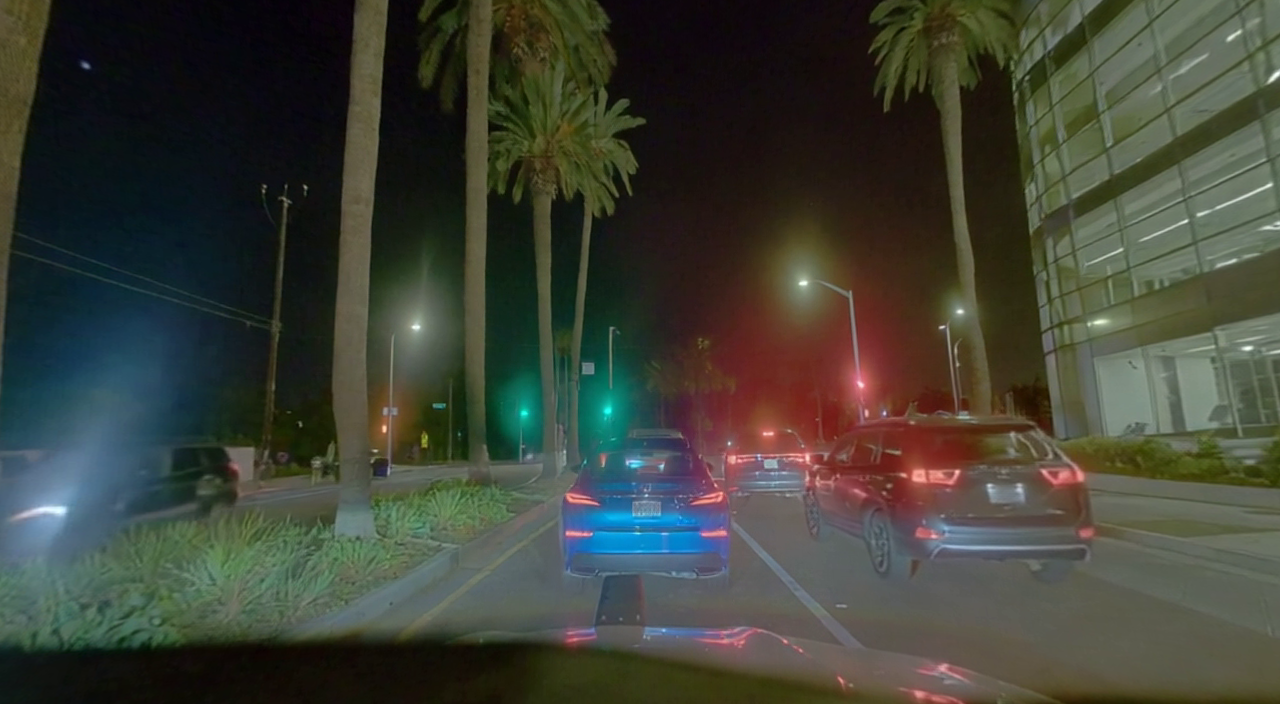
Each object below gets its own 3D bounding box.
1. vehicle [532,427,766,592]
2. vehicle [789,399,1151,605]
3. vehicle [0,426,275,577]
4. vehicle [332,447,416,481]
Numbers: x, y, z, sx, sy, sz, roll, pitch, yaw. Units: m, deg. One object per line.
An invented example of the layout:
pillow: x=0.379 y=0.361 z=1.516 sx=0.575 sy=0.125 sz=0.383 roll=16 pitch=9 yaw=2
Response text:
vehicle: x=0.122 y=1.714 z=7.716 sx=2.088 sy=1.452 sz=3.993 roll=-1 pitch=-8 yaw=1
vehicle: x=3.316 y=1.589 z=7.581 sx=2.003 sy=1.733 sz=4.319 roll=0 pitch=-8 yaw=1
vehicle: x=-7.931 y=2.033 z=9.442 sx=2.053 sy=1.693 sz=4.198 roll=-1 pitch=-8 yaw=7
vehicle: x=-13.202 y=5.555 z=31.710 sx=1.965 sy=1.507 sz=4.725 roll=-1 pitch=-8 yaw=2
